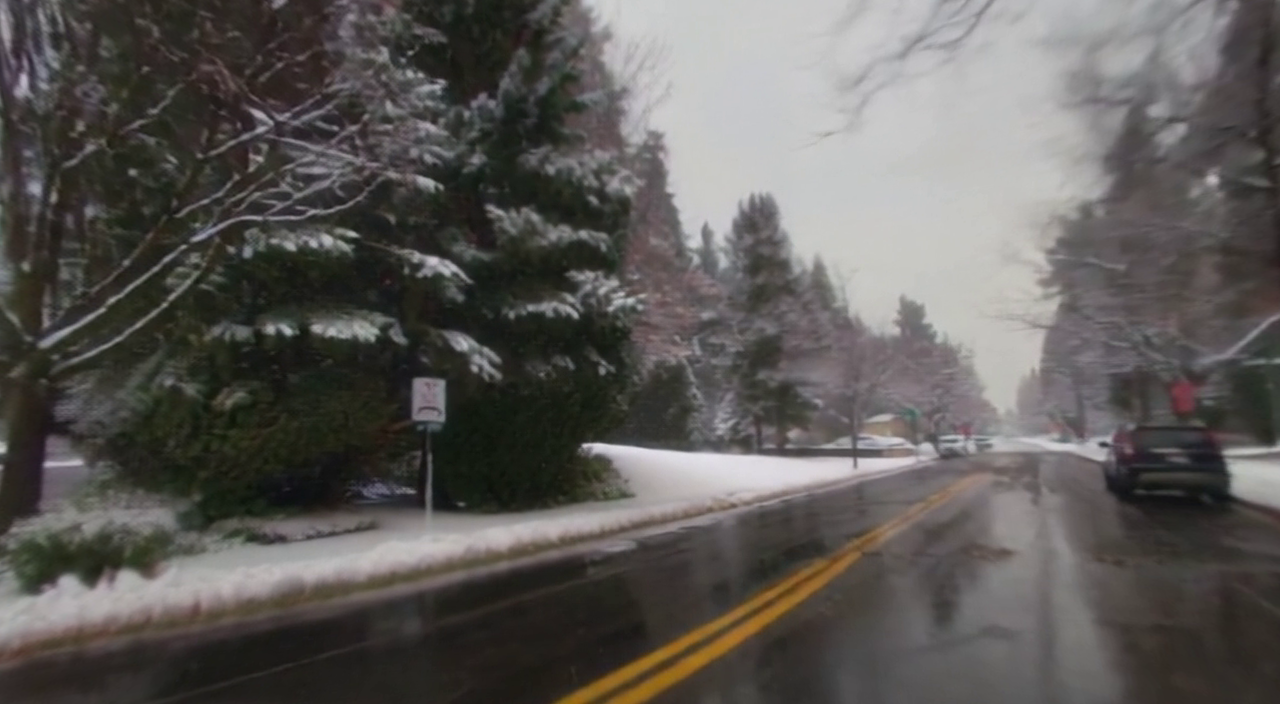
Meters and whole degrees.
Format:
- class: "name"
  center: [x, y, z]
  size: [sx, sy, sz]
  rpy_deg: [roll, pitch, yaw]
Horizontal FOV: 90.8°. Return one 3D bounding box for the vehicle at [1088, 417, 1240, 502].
- class: "vehicle"
  center: [12.777, 2.628, 15.754]
  size: [2.204, 1.776, 4.262]
  rpy_deg: [-5, -10, 31]
